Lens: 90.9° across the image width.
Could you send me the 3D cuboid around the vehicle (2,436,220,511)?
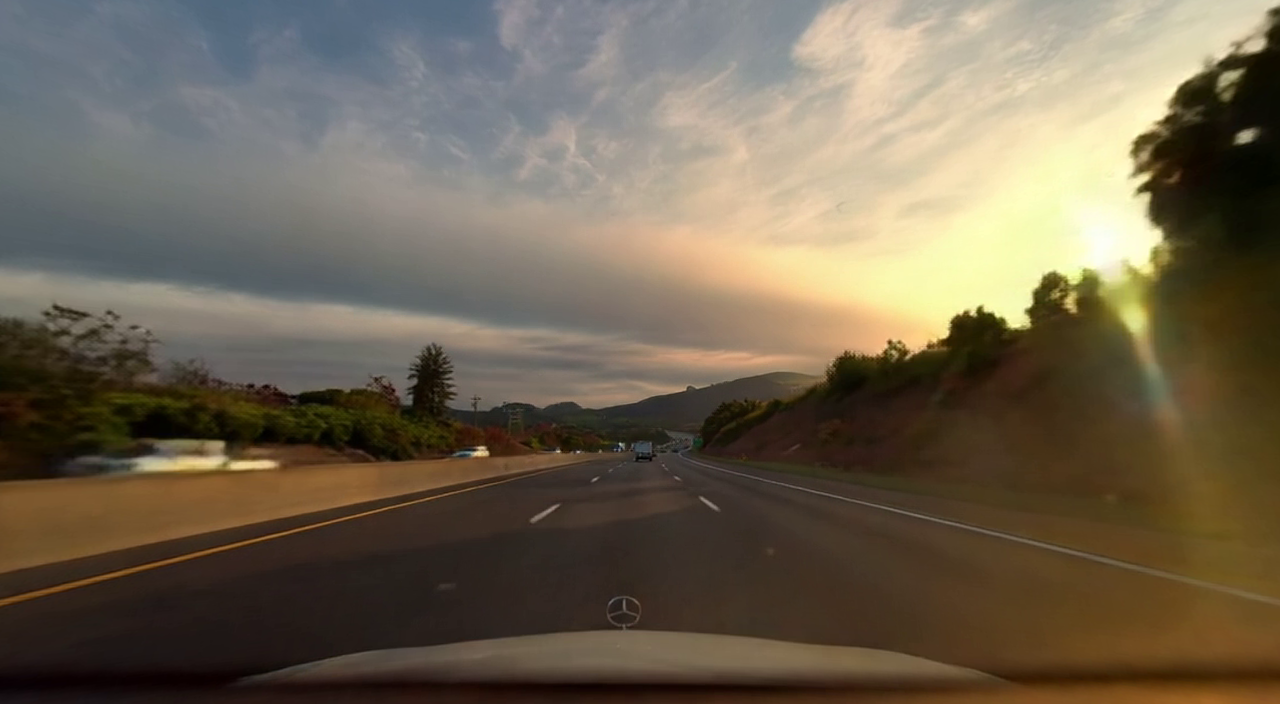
[{"bbox_3d":[-15.383,3.534,18.863,2.011,1.912,5.110,0,-9,0],"label":"vehicle"}]
